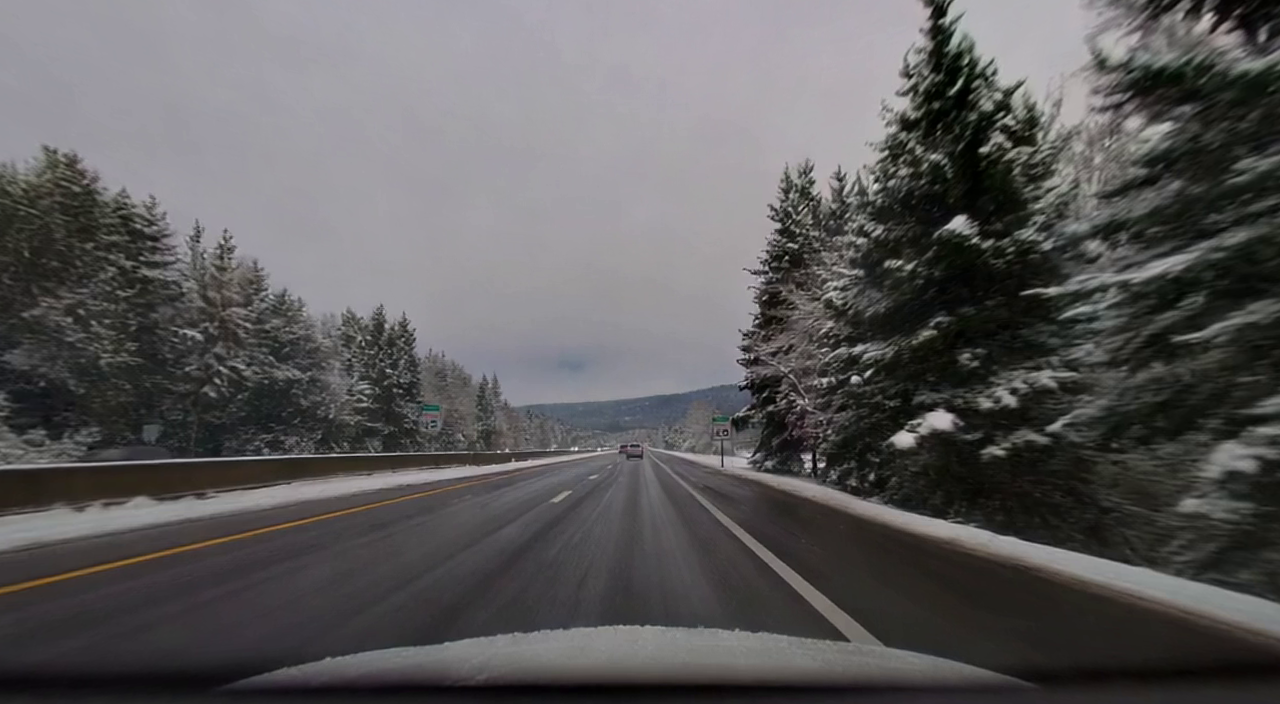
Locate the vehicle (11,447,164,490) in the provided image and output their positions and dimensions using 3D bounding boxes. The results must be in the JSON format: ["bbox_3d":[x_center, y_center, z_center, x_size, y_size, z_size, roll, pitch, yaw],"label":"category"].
[{"bbox_3d":[-21.097,4.444,24.448,1.815,1.478,4.537,0,-9,0],"label":"vehicle"}]
